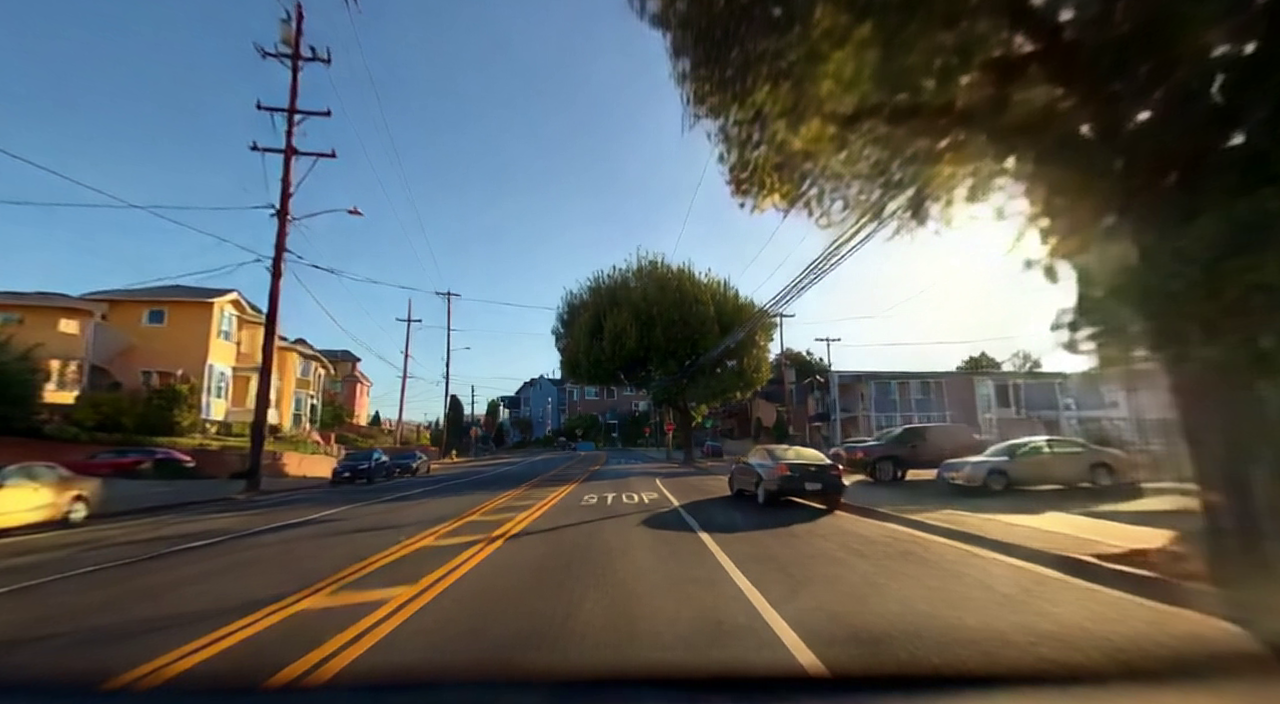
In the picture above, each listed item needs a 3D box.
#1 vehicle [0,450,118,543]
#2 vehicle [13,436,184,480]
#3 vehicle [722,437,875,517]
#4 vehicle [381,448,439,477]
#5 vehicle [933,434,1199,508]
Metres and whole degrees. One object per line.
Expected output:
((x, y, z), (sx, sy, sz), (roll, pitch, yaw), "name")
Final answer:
((-11.695, 2.517, 11.136), (1.936, 1.516, 3.647), (0, -8, -3), "vehicle")
((-21.597, 4.219, 25.373), (4.819, 1.646, 2.093), (0, -8, -2), "vehicle")
((3.205, 2.642, 13.951), (1.917, 1.434, 4.733), (0, -8, -3), "vehicle")
((-12.959, 6.229, 35.844), (1.957, 1.459, 4.913), (1, -8, -7), "vehicle")
((9.317, 2.641, 14.420), (4.658, 1.465, 2.025), (-4, -9, 24), "vehicle")
